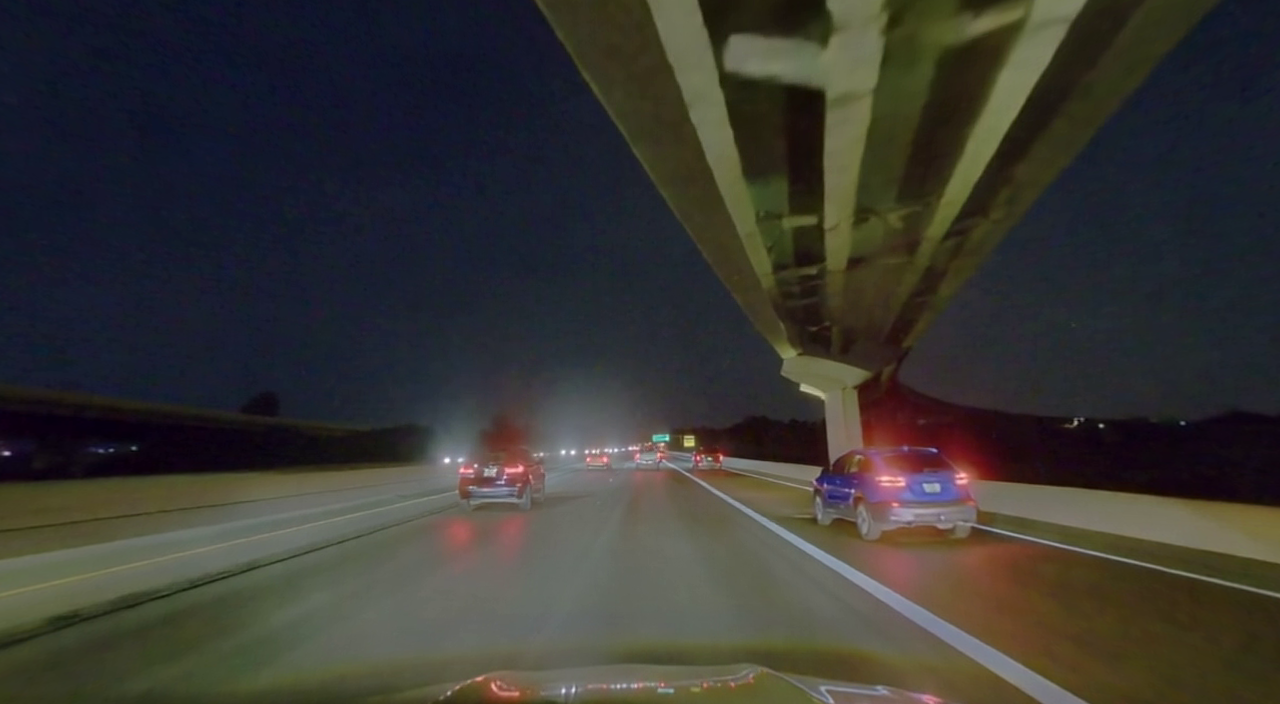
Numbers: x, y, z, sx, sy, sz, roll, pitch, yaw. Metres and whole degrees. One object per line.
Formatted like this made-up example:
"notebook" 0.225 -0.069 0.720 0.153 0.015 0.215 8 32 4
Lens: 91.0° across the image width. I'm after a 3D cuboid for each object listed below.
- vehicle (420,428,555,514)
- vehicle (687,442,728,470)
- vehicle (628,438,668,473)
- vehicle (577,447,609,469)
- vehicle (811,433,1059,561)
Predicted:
"vehicle" -3.463 2.809 15.354 2.089 1.751 4.515 0 -9 1
"vehicle" 4.547 7.125 43.251 2.231 1.807 4.588 0 -9 -1
"vehicle" 0.426 5.969 36.446 2.155 1.909 4.529 0 -9 0
"vehicle" -3.381 7.739 46.202 1.994 1.475 4.171 0 -9 0
"vehicle" 4.131 2.065 9.651 1.959 1.554 3.795 0 -9 0
